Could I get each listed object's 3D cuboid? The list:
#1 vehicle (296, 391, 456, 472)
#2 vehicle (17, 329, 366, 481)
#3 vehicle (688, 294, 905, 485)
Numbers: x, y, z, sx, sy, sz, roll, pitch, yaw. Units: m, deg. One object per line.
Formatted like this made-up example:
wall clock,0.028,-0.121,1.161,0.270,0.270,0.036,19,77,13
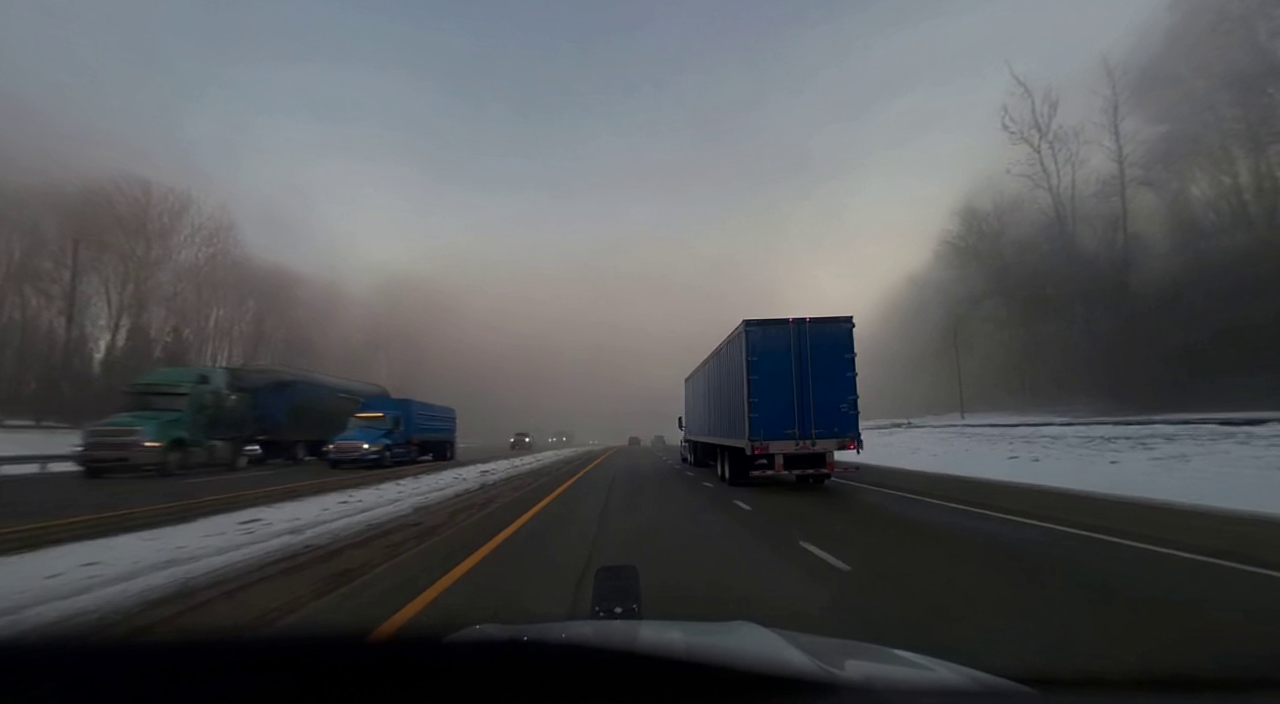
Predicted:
vehicle,-8.325,2.655,20.832,2.365,2.256,6.553,0,-8,1
vehicle,-13.453,2.081,21.279,2.970,3.689,12.131,0,-8,-1
vehicle,4.098,1.953,22.528,3.203,4.273,17.131,0,-8,-1
